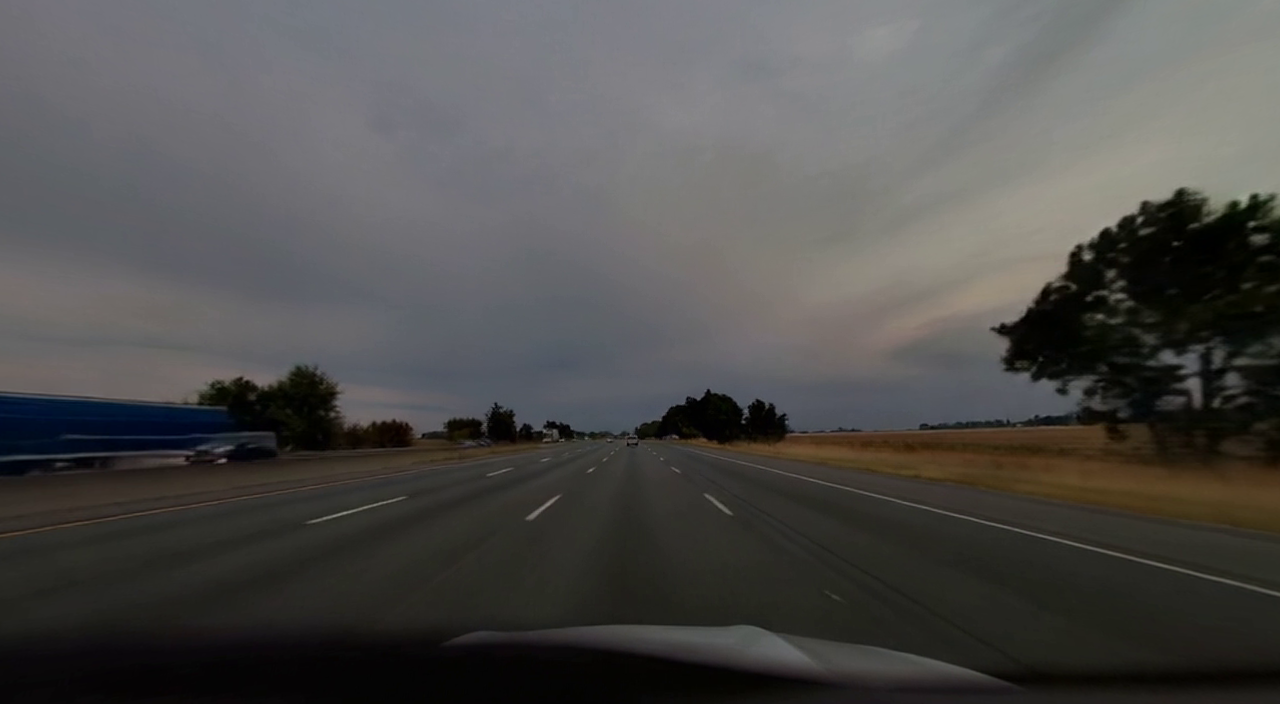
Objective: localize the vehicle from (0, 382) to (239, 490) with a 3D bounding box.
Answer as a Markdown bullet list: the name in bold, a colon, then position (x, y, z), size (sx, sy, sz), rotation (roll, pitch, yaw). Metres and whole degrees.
- **vehicle**: position (-27.364, 4.217, 31.326), size (3.108, 4.299, 18.135), rotation (0, -8, -1)

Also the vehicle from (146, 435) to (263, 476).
- **vehicle**: position (-19.816, 4.687, 28.923), size (2.060, 1.672, 4.700), rotation (0, -8, 0)
